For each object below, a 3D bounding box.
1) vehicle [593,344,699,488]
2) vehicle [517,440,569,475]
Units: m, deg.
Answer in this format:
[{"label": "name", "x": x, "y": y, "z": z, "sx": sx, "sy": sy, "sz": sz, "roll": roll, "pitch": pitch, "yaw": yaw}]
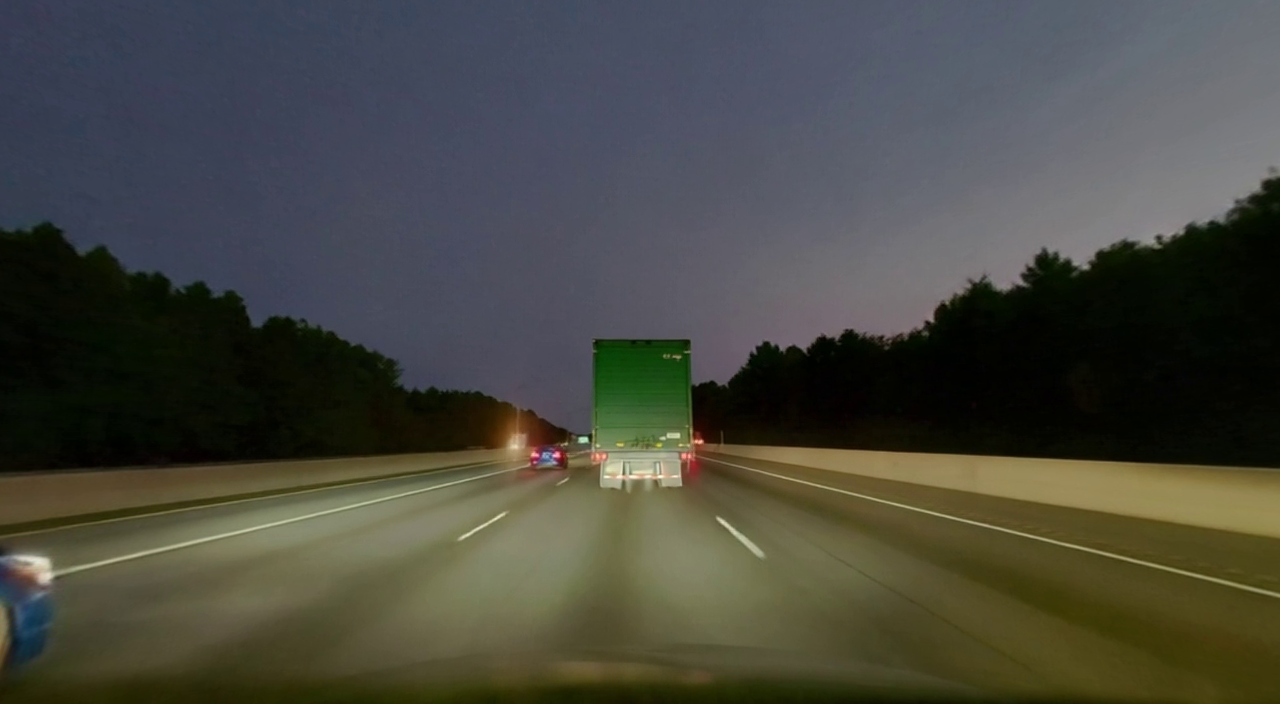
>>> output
[{"label": "vehicle", "x": 0.067, "y": 2.592, "z": 23.739, "sx": 3.073, "sy": 4.196, "sz": 10.546, "roll": 0, "pitch": -8, "yaw": -1}, {"label": "vehicle", "x": -4.601, "y": 5.029, "z": 30.378, "sx": 1.854, "sy": 1.530, "sz": 4.268, "roll": 0, "pitch": -8, "yaw": 0}]
